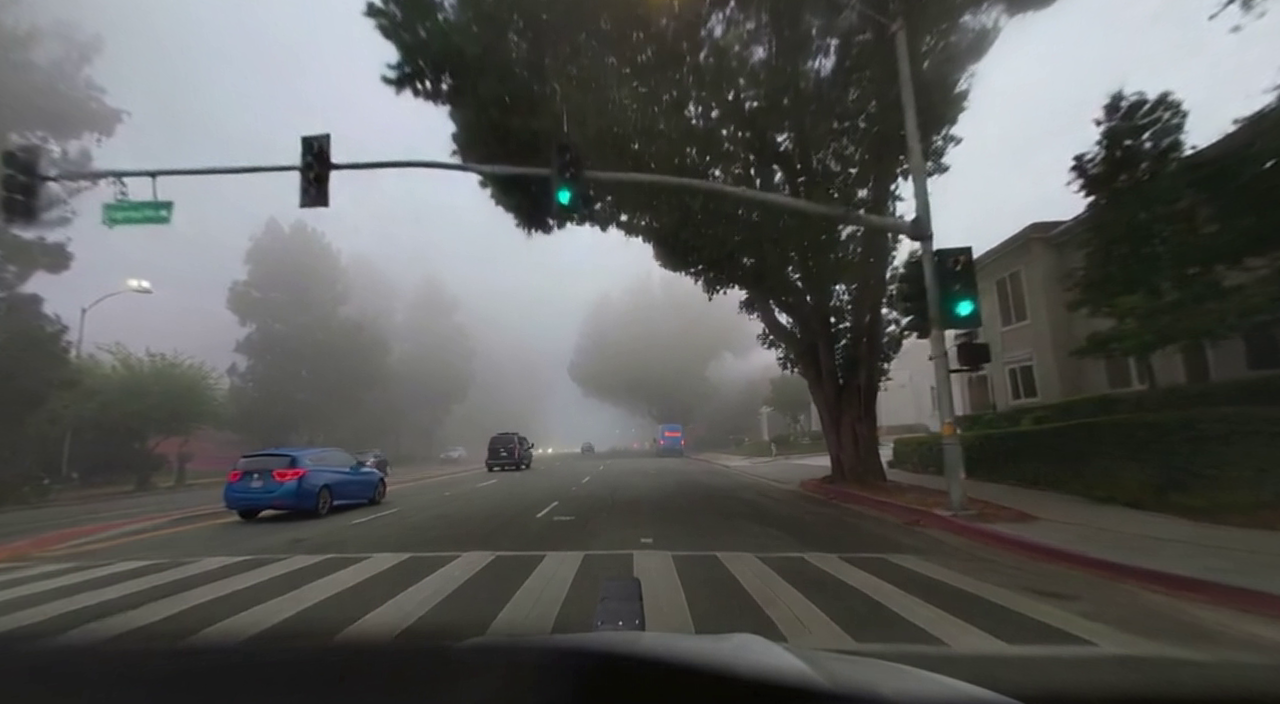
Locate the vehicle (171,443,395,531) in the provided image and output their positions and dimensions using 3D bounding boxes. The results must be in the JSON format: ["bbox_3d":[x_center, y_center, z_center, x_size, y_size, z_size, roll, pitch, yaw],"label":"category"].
[{"bbox_3d":[-6.914,2.614,12.936,1.970,1.456,4.441,0,-8,0],"label":"vehicle"}]

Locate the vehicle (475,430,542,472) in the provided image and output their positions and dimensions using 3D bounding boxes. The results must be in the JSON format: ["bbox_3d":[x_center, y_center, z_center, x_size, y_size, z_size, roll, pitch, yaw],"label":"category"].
[{"bbox_3d":[-6.906,5.267,33.851,2.332,2.039,5.678,0,-8,0],"label":"vehicle"}]
